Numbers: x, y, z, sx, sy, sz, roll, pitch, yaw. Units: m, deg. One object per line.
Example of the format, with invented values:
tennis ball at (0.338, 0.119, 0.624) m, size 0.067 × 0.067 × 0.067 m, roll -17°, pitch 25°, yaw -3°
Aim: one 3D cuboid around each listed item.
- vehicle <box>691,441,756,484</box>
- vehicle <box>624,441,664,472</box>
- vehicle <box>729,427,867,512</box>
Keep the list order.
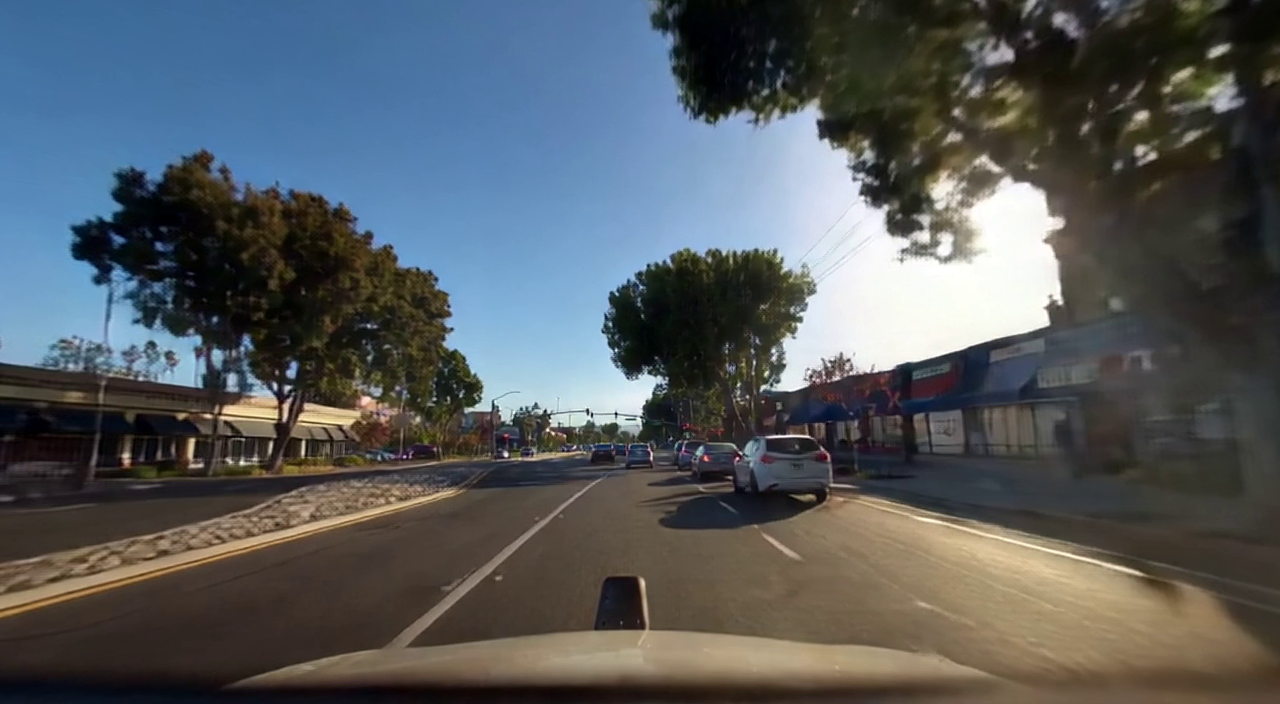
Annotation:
vehicle at (3.116, 4.241, 24.548) m, size 1.864 × 1.484 × 4.662 m, roll 0°, pitch -9°, yaw 0°
vehicle at (0.161, 5.667, 34.356) m, size 2.023 × 1.532 × 3.891 m, roll 0°, pitch -9°, yaw -1°
vehicle at (3.466, 2.665, 14.761) m, size 2.085 × 1.668 × 4.077 m, roll 0°, pitch -9°, yaw -1°
